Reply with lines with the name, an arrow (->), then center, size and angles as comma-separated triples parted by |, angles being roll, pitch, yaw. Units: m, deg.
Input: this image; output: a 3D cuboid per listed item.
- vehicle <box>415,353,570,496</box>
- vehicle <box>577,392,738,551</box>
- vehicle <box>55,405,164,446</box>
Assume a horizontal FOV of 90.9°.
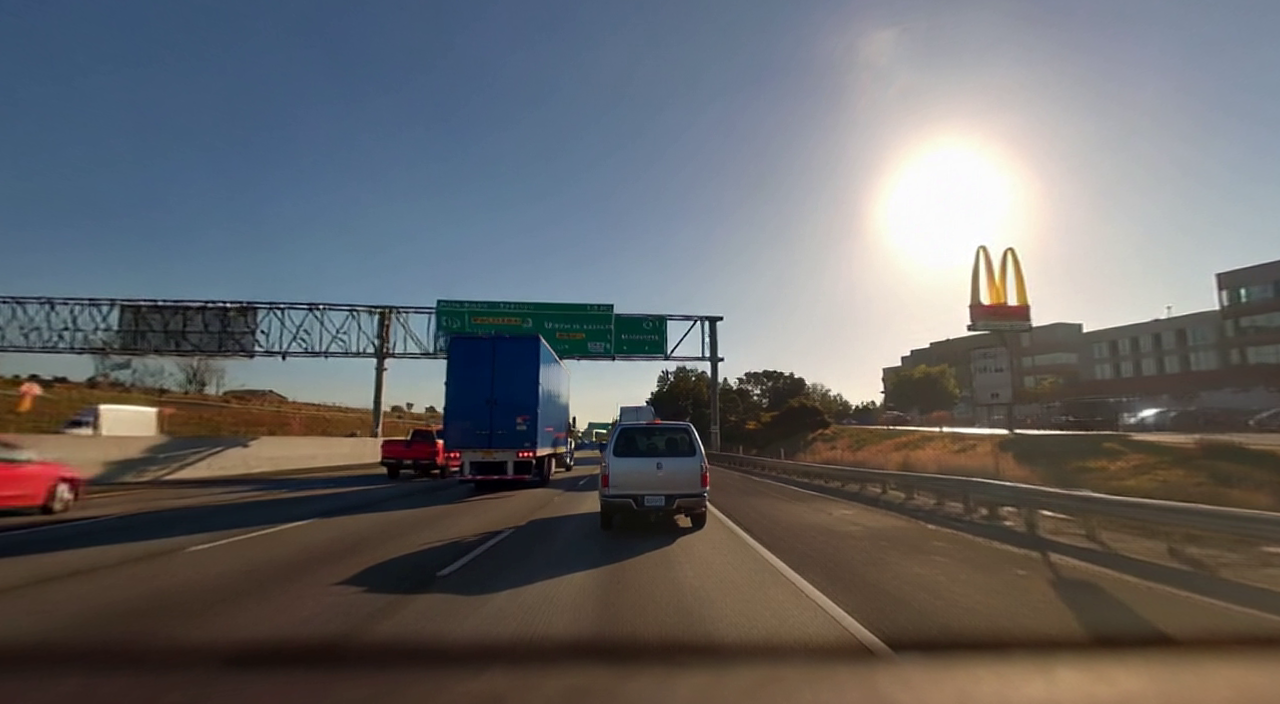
vehicle -> -4.082, 2.414, 19.855 | 2.814, 3.513, 8.529 | 0, -9, 0
vehicle -> 0.127, 1.756, 9.750 | 1.947, 1.910, 4.040 | 0, -9, -2
vehicle -> -33.663, 4.767, 40.297 | 1.996, 2.383, 5.767 | 0, -9, -2
